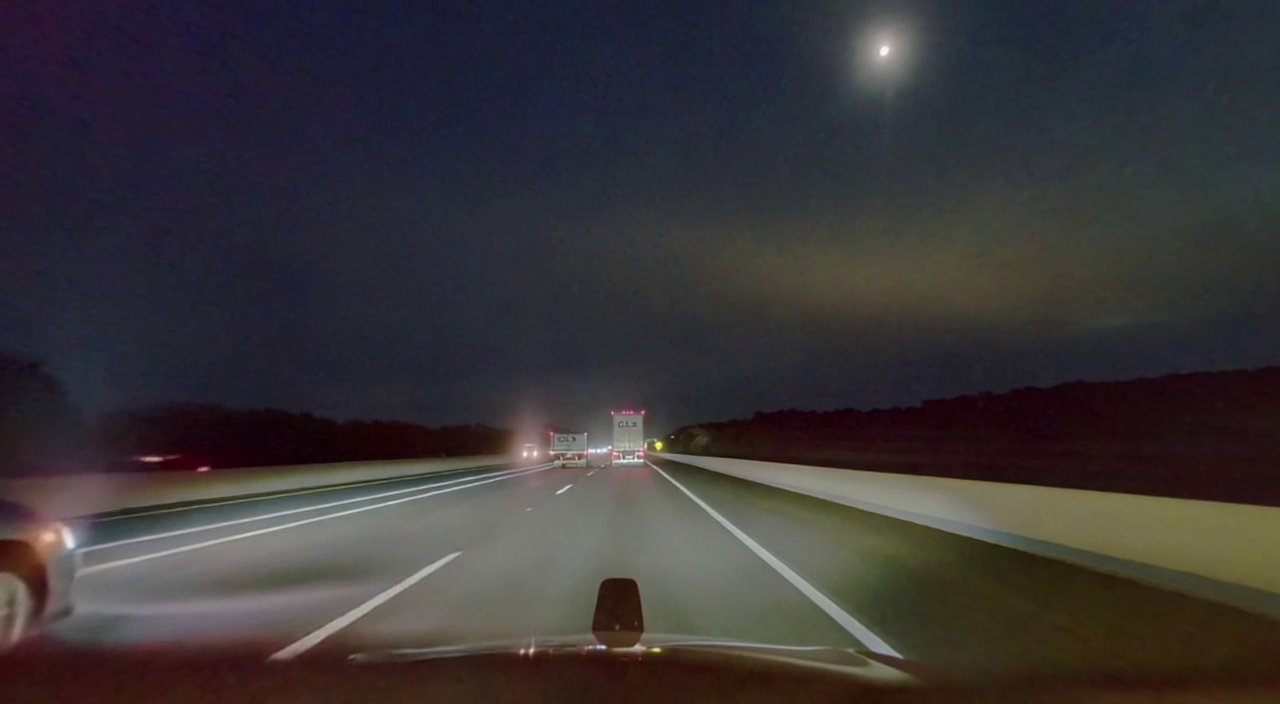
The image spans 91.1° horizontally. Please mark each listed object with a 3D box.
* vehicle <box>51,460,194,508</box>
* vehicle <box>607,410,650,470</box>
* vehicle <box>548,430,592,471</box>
[{"bbox_3d":[-17.766,4.505,21.851,1.756,1.446,3.768,0,-9,-1],"label":"vehicle"},{"bbox_3d":[-0.886,6.656,47.018,2.923,4.007,9.760,0,-9,-1],"label":"vehicle"},{"bbox_3d":[-4.914,7.037,45.023,2.529,2.697,5.935,0,-9,-1],"label":"vehicle"}]
